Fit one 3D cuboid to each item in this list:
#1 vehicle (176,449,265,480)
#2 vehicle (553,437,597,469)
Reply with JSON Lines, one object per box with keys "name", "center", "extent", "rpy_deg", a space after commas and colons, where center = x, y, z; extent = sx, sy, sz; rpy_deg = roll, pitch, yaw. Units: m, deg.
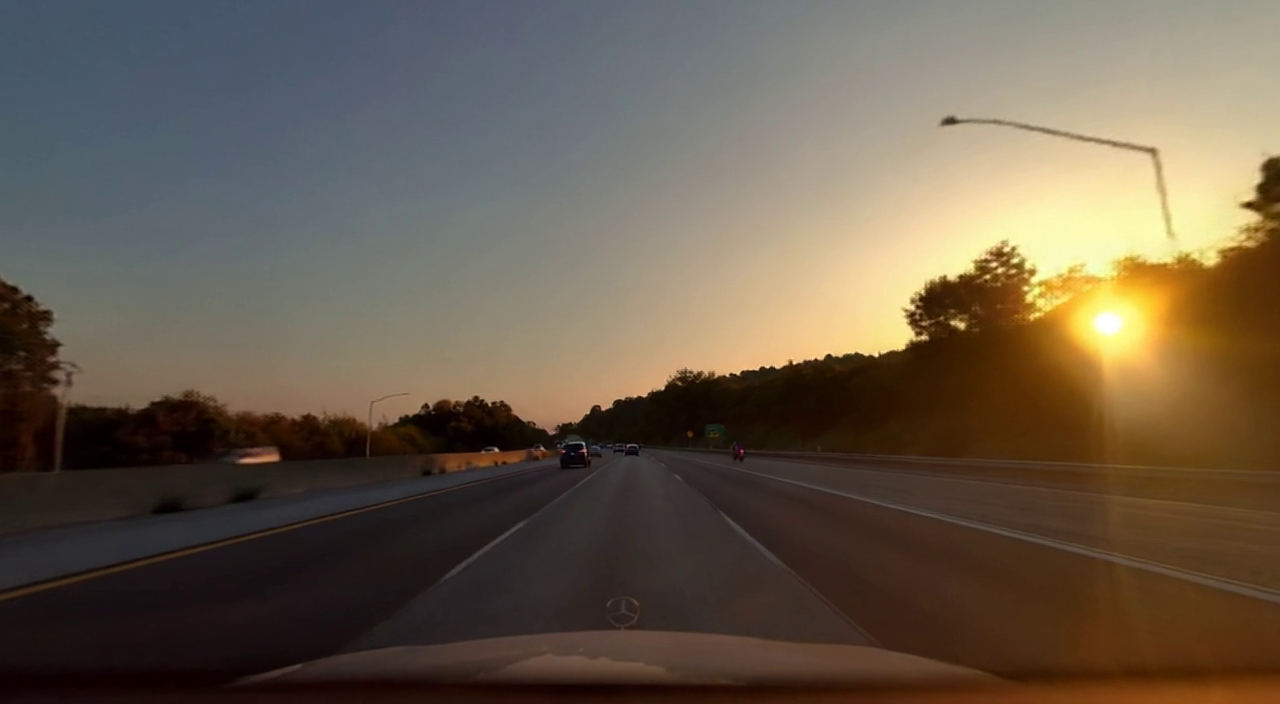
{"name": "vehicle", "center": [-29.083, 7.784, 44.105], "extent": [2.191, 1.939, 5.830], "rpy_deg": [0, -9, 0]}
{"name": "vehicle", "center": [-3.819, 6.055, 37.913], "extent": [2.114, 1.774, 4.427], "rpy_deg": [0, -9, 0]}
